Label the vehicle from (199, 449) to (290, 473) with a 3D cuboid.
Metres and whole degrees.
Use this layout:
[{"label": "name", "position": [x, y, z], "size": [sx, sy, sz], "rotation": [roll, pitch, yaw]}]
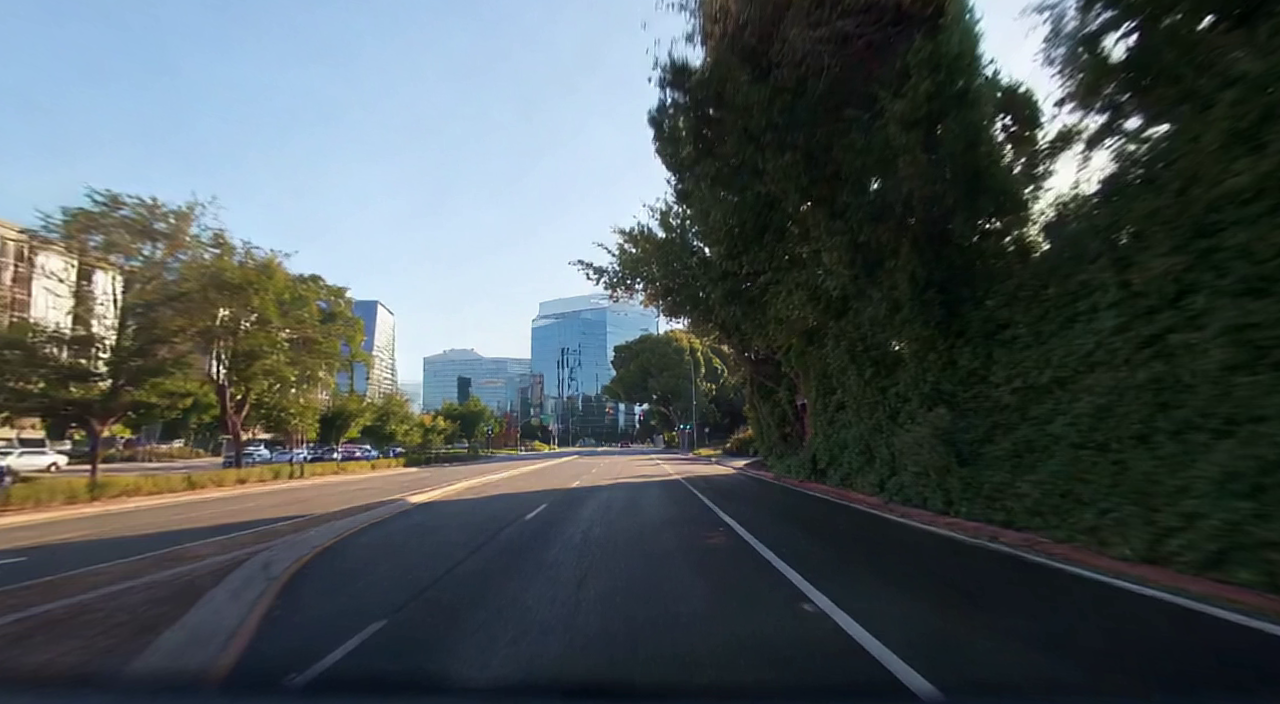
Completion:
[{"label": "vehicle", "position": [-25.112, 6.905, 40.223], "size": [4.417, 1.460, 2.076], "rotation": [0, -8, 2]}]
